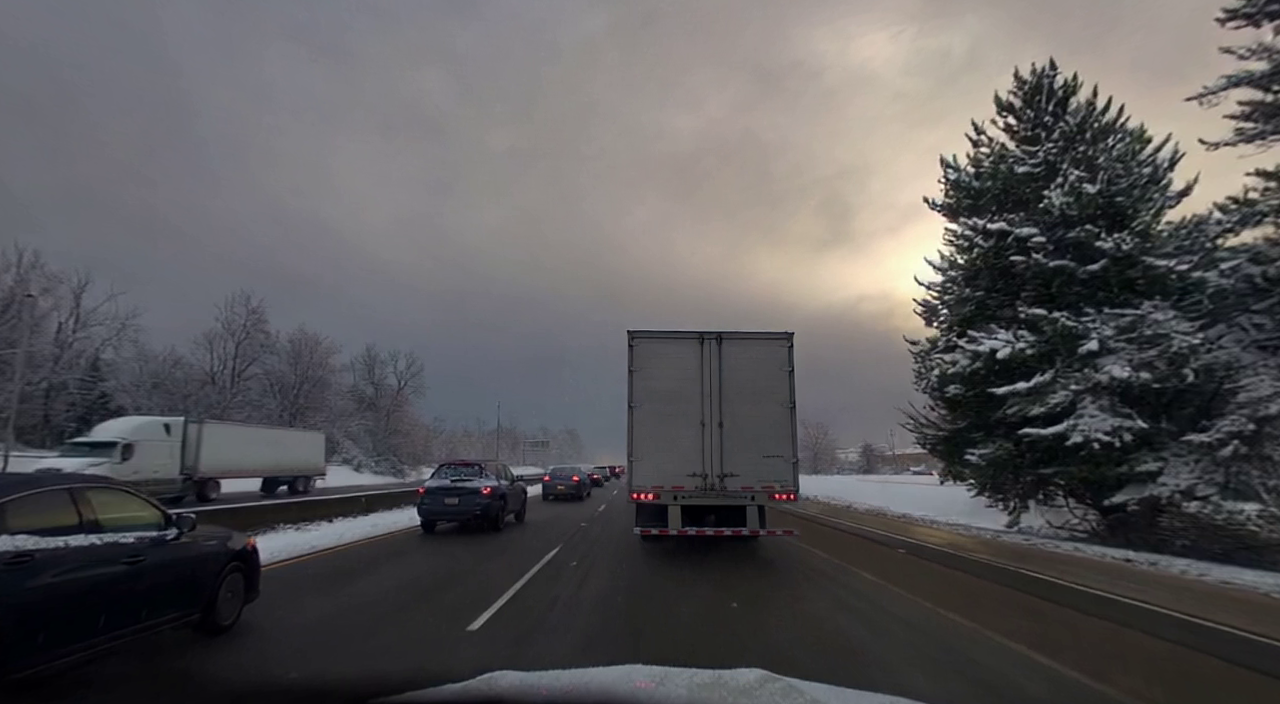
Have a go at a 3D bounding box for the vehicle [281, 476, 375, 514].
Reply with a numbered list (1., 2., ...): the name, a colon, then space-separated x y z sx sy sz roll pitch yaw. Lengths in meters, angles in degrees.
1. vehicle: -13.614 6.231 27.768 1.803 1.435 4.256 0 -11 2

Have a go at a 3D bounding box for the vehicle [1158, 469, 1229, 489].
1. vehicle: 43.814 10.085 49.891 3.974 1.485 1.709 1 -11 -3

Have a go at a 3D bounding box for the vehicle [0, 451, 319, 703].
1. vehicle: -4.294 1.342 3.982 2.043 1.391 4.515 0 -11 1

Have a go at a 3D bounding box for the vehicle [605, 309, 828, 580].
1. vehicle: 1.142 1.947 12.634 2.831 3.529 8.689 0 -11 2

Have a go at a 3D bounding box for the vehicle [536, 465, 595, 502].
1. vehicle: -3.271 5.932 28.608 1.964 1.482 4.371 0 -11 2

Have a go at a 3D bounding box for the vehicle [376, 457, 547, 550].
1. vehicle: -3.352 2.983 12.974 1.983 1.509 4.679 0 -11 2

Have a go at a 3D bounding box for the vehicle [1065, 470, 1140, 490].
1. vehicle: 36.562 10.113 49.889 4.299 1.465 1.807 -1 -11 8
